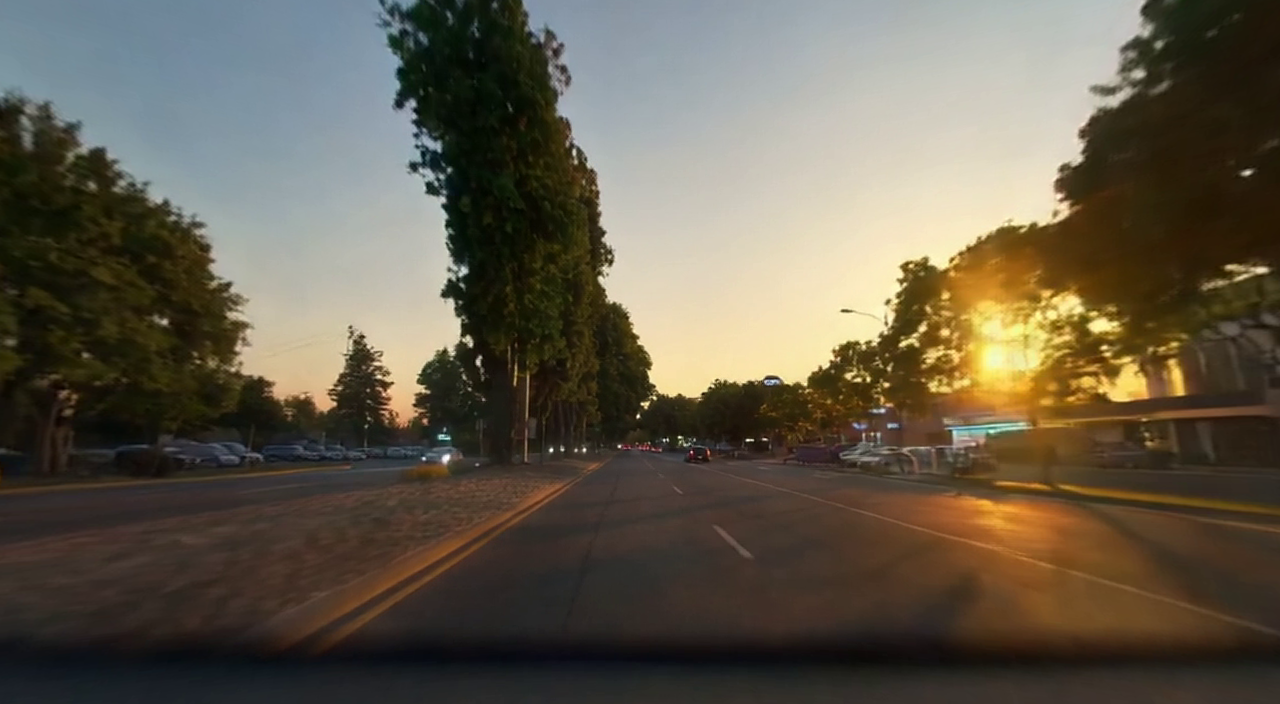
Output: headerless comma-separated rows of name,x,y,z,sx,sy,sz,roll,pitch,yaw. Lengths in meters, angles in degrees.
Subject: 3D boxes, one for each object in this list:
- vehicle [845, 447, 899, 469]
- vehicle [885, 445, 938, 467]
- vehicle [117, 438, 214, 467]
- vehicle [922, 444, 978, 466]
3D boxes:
vehicle,16.454,7.507,45.030,1.863,1.445,4.703,1,-8,-2
vehicle,19.472,7.479,45.484,1.972,1.461,4.021,1,-8,0
vehicle,-28.948,6.146,38.660,4.208,1.648,1.980,1,-8,-4
vehicle,22.269,7.410,45.622,1.895,1.471,4.511,-1,-9,2
